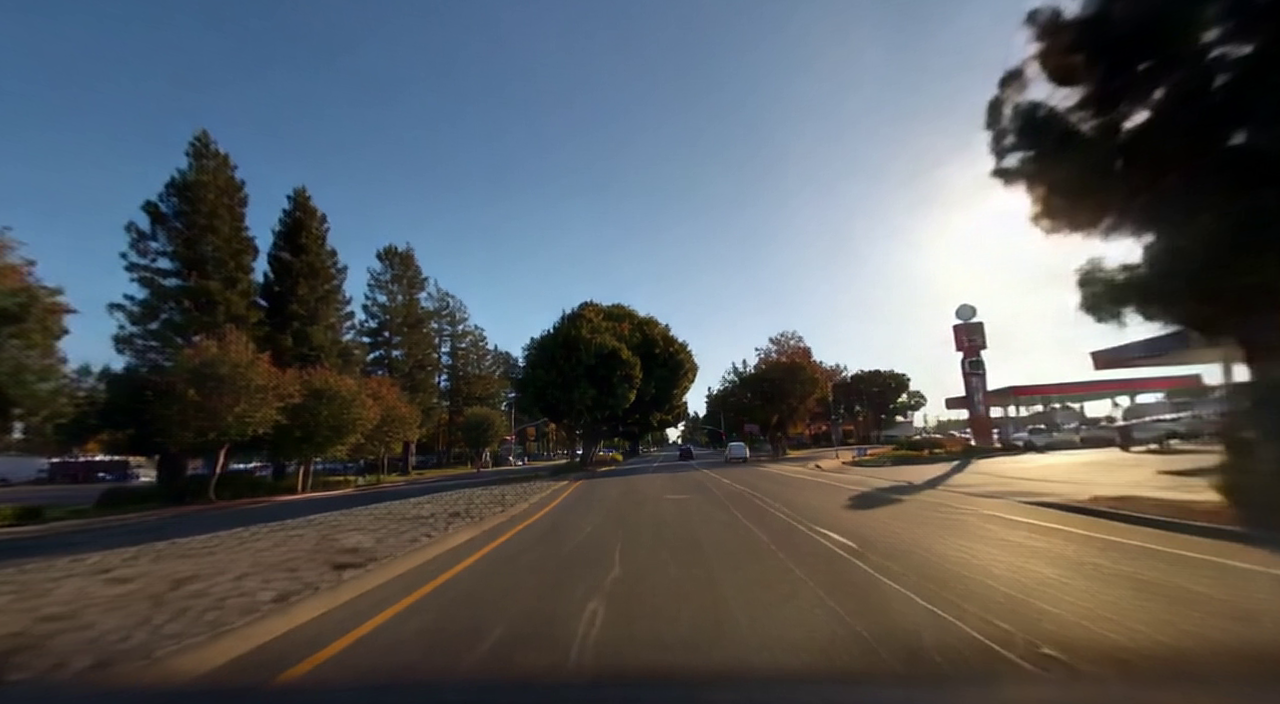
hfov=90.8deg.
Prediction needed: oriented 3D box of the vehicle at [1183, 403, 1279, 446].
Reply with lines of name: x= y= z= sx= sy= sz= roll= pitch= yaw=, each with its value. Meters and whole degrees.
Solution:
vehicle: x=23.576 y=2.783 z=24.104 sx=3.778 sy=1.546 sz=1.949 roll=-1 pitch=-9 yaw=1

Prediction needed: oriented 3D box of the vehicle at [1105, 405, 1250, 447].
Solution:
vehicle: x=23.130 y=3.232 z=27.342 sx=4.326 sy=1.695 sz=1.975 roll=-1 pitch=-9 yaw=3
